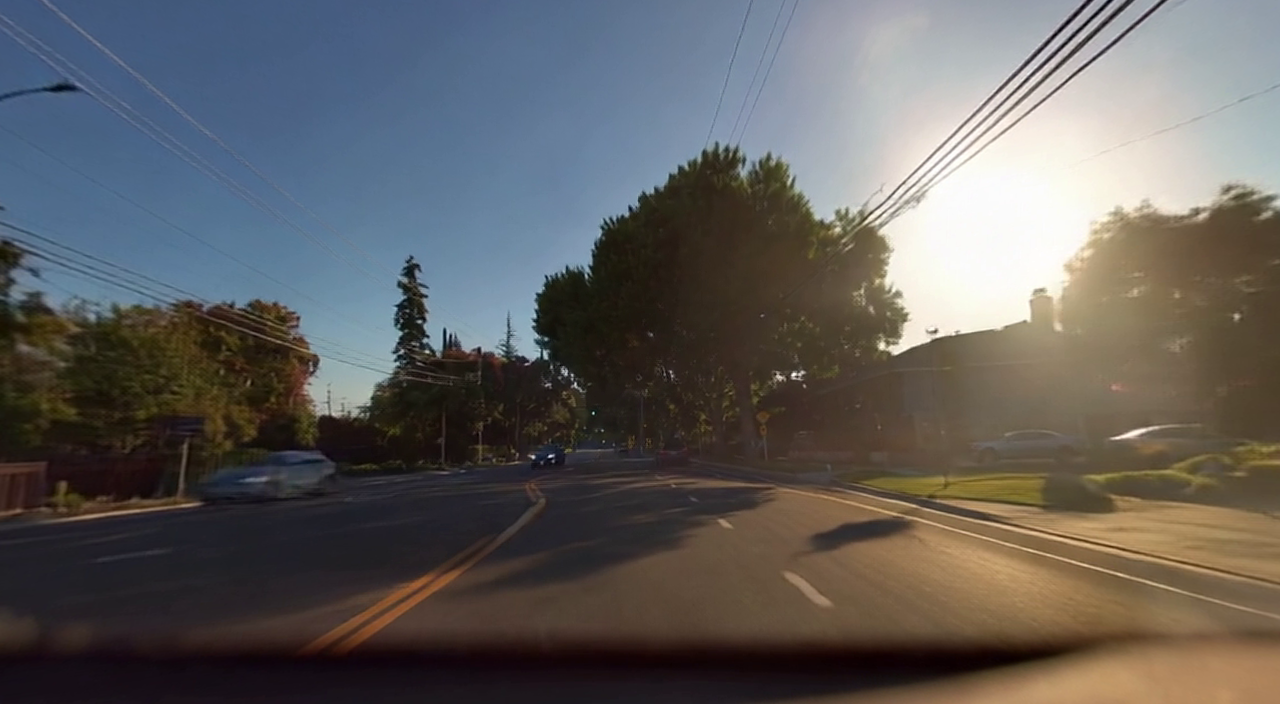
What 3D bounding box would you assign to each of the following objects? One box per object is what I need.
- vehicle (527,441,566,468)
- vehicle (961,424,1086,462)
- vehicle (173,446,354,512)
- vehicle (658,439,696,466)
[{"bbox_3d":[-6.719,7.424,45.749,2.127,1.725,4.366,-3,-9,0],"label":"vehicle"},{"bbox_3d":[18.128,4.338,29.969,4.766,1.493,2.076,-9,-11,31],"label":"vehicle"},{"bbox_3d":[-9.976,3.353,17.255,2.050,1.536,4.537,-1,-9,2],"label":"vehicle"},{"bbox_3d":[2.577,7.180,45.131,2.144,1.843,4.827,0,-9,-4],"label":"vehicle"}]
